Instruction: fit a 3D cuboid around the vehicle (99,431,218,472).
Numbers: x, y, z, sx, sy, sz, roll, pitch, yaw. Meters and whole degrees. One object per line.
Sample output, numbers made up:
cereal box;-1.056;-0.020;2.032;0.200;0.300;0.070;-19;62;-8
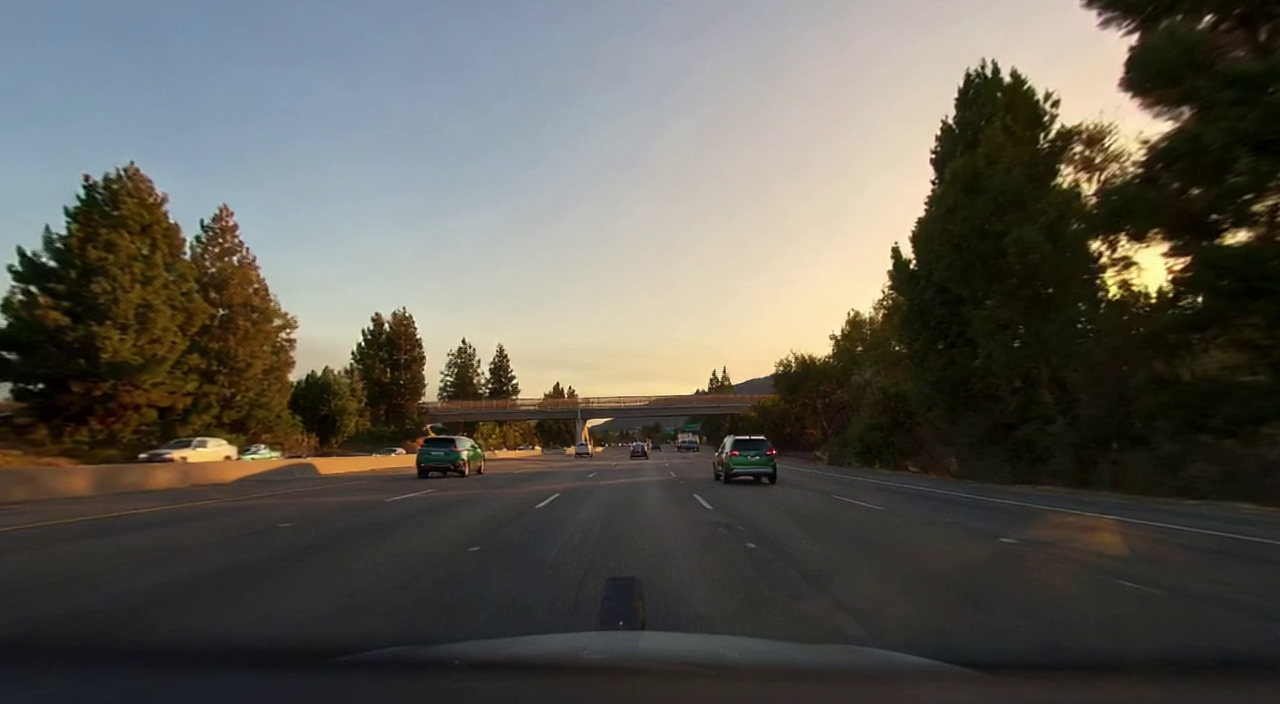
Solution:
vehicle;-29.072;6.052;38.551;2.255;2.247;6.168;0;-8;1

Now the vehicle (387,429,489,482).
vehicle;-7.588;3.950;24.377;2.193;1.818;4.995;0;-8;1

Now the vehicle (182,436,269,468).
vehicle;-29.051;7.030;44.567;2.486;2.052;5.260;0;-9;1

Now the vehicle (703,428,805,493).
vehicle;3.296;3.255;19.291;2.185;1.749;4.477;0;-8;-1
